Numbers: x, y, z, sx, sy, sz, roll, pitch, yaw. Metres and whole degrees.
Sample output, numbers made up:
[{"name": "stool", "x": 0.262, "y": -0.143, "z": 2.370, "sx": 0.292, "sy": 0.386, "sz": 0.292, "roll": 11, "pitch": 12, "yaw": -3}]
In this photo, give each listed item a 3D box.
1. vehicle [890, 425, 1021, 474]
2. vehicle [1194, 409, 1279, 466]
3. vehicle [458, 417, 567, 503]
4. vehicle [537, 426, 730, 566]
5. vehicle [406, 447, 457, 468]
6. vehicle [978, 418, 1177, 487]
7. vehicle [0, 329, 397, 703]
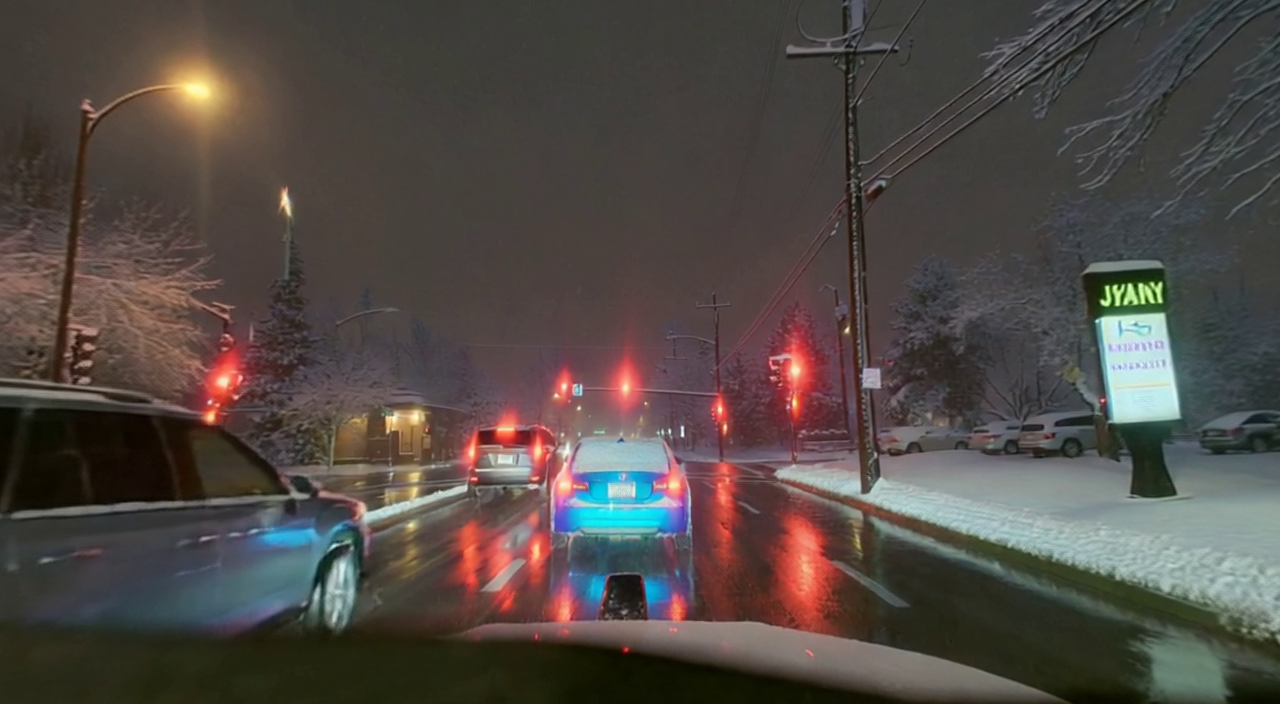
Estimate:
[{"name": "vehicle", "x": 10.647, "y": 3.330, "z": 21.717, "sx": 1.842, "sy": 1.471, "sz": 4.481, "roll": 1, "pitch": -8, "yaw": -6}, {"name": "vehicle", "x": 18.727, "y": 2.533, "z": 18.672, "sx": 4.446, "sy": 1.511, "sz": 1.977, "roll": 4, "pitch": -10, "yaw": -29}, {"name": "vehicle", "x": -3.035, "y": 2.669, "z": 15.989, "sx": 2.106, "sy": 1.852, "sz": 4.512, "roll": 0, "pitch": -8, "yaw": -4}, {"name": "vehicle", "x": -0.152, "y": 1.859, "z": 8.963, "sx": 2.070, "sy": 1.481, "sz": 4.216, "roll": 0, "pitch": -8, "yaw": -2}, {"name": "vehicle", "x": -15.547, "y": 7.800, "z": 46.853, "sx": 2.111, "sy": 1.511, "sz": 4.641, "roll": 6, "pitch": -10, "yaw": -36}, {"name": "vehicle", "x": 10.530, "y": 2.474, "z": 15.672, "sx": 1.888, "sy": 1.455, "sz": 4.268, "roll": 0, "pitch": -8, "yaw": 1}, {"name": "vehicle", "x": -2.908, "y": 0.940, "z": 2.938, "sx": 2.003, "sy": 1.681, "sz": 3.878, "roll": 0, "pitch": -8, "yaw": 0}]
